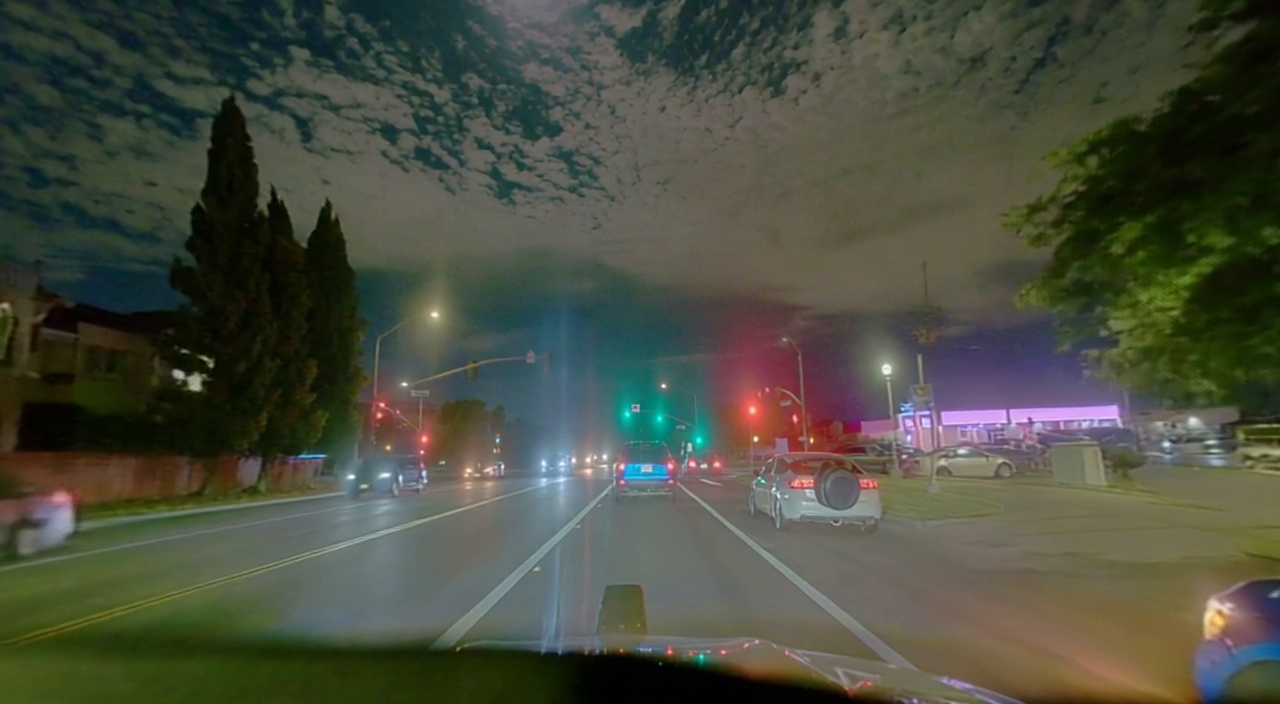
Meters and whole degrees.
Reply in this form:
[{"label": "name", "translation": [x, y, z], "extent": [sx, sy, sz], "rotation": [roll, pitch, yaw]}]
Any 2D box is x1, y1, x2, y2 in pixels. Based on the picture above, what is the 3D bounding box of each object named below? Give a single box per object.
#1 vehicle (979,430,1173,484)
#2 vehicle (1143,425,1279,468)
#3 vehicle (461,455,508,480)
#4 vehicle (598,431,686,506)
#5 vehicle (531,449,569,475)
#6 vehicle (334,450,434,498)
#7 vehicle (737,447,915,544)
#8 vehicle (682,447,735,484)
[{"label": "vehicle", "translation": [13.695, 3.301, 19.927], "extent": [4.648, 1.583, 2.018], "rotation": [0, -9, -2]}, {"label": "vehicle", "translation": [26.776, 4.394, 29.275], "extent": [4.704, 1.919, 2.130], "rotation": [0, -9, -1]}, {"label": "vehicle", "translation": [-10.138, 7.546, 41.226], "extent": [1.962, 1.458, 4.505], "rotation": [0, -9, 0]}, {"label": "vehicle", "translation": [0.032, 3.370, 18.583], "extent": [2.296, 1.947, 4.168], "rotation": [0, -9, -1]}, {"label": "vehicle", "translation": [-6.494, 7.969, 45.732], "extent": [2.092, 1.802, 4.270], "rotation": [0, -9, 1]}, {"label": "vehicle", "translation": [-10.394, 4.944, 25.968], "extent": [2.161, 1.764, 4.725], "rotation": [0, -9, -1]}, {"label": "vehicle", "translation": [3.244, 2.565, 12.018], "extent": [1.900, 1.478, 4.425], "rotation": [0, -9, -2]}, {"label": "vehicle", "translation": [3.382, 5.692, 31.840], "extent": [2.138, 1.729, 4.178], "rotation": [0, -9, -1]}]
